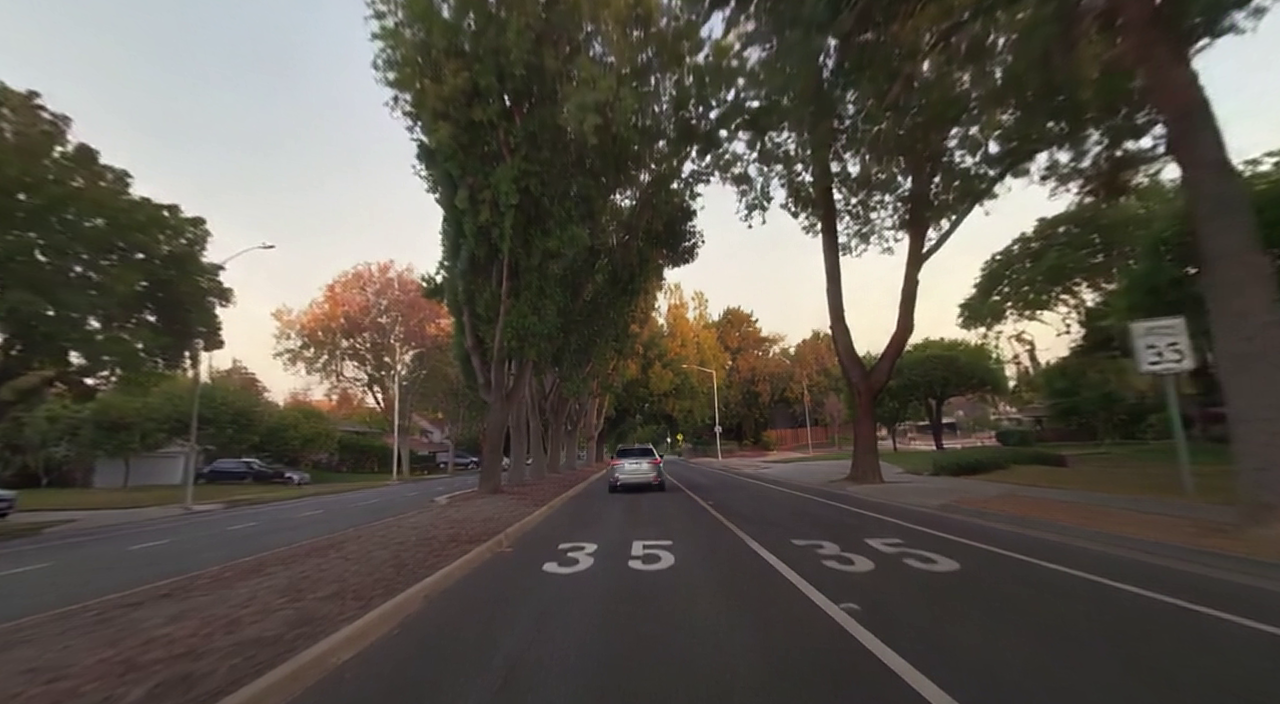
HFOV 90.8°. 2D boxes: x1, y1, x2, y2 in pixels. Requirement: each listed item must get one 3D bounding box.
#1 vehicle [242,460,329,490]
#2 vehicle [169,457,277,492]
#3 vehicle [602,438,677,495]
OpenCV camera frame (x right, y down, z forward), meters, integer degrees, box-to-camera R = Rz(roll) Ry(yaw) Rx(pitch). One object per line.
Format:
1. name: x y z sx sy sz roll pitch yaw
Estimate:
1. vehicle: -21.820 7.560 38.986 4.241 1.500 1.956 -4 -9 0
2. vehicle: -23.853 6.981 36.290 4.866 1.614 1.911 -3 -9 -2
3. vehicle: -0.043 3.684 20.628 2.181 1.639 4.127 0 -9 0
